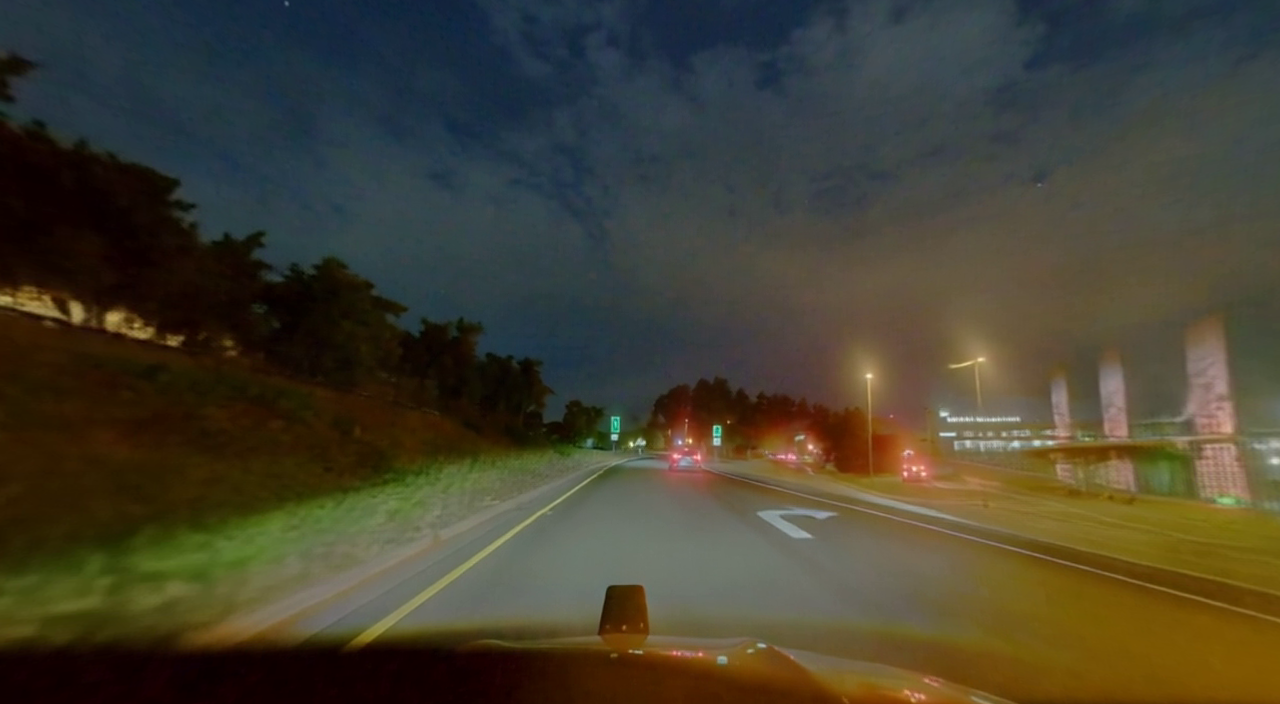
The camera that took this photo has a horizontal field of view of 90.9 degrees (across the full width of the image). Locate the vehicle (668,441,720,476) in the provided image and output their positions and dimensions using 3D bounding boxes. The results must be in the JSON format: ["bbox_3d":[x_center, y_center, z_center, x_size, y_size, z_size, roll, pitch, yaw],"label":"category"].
[{"bbox_3d":[2.394,4.876,29.095,1.956,1.473,4.640,0,-8,-1],"label":"vehicle"}]
